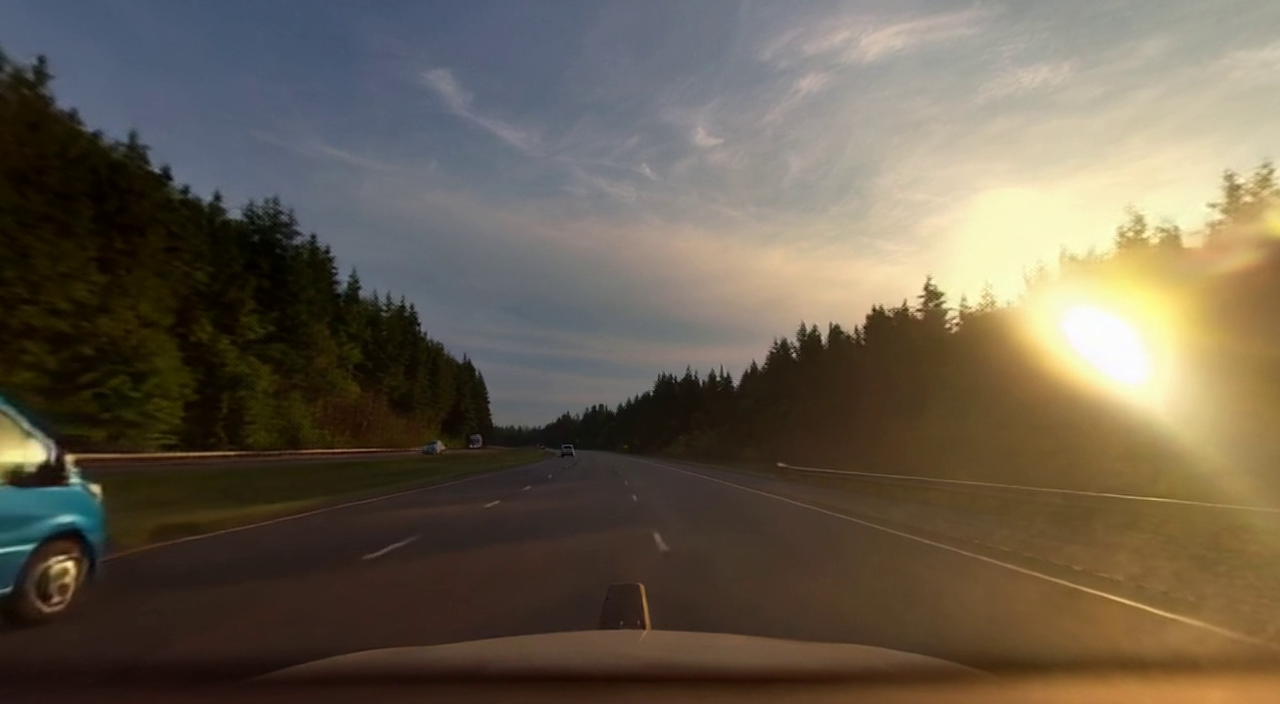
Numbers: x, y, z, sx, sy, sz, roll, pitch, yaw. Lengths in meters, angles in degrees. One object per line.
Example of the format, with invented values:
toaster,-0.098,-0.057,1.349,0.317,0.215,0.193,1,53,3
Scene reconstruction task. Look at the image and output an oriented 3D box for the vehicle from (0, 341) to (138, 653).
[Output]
vehicle,-5.297,0.738,2.750,2.197,2.038,4.919,0,-9,-2
